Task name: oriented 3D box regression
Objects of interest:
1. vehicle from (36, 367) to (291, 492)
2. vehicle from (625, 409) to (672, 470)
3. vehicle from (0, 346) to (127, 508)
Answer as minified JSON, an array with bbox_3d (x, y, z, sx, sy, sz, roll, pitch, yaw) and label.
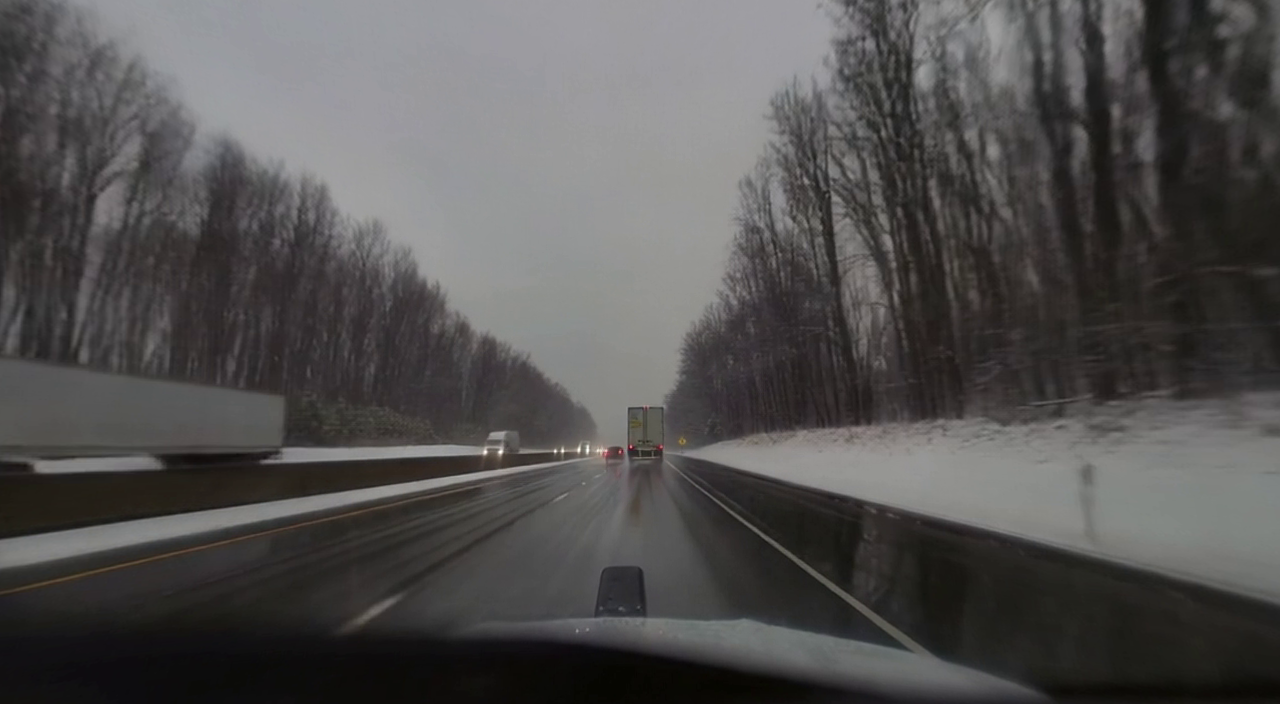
[{"bbox_3d":[-16.810,2.974,23.365,2.876,3.780,8.158,0,-9,0],"label":"vehicle"},{"bbox_3d":[0.491,6.526,46.499,3.024,3.965,10.399,0,-9,-1],"label":"vehicle"},{"bbox_3d":[-16.836,1.555,13.590,2.927,3.858,10.028,0,-9,0],"label":"vehicle"}]
